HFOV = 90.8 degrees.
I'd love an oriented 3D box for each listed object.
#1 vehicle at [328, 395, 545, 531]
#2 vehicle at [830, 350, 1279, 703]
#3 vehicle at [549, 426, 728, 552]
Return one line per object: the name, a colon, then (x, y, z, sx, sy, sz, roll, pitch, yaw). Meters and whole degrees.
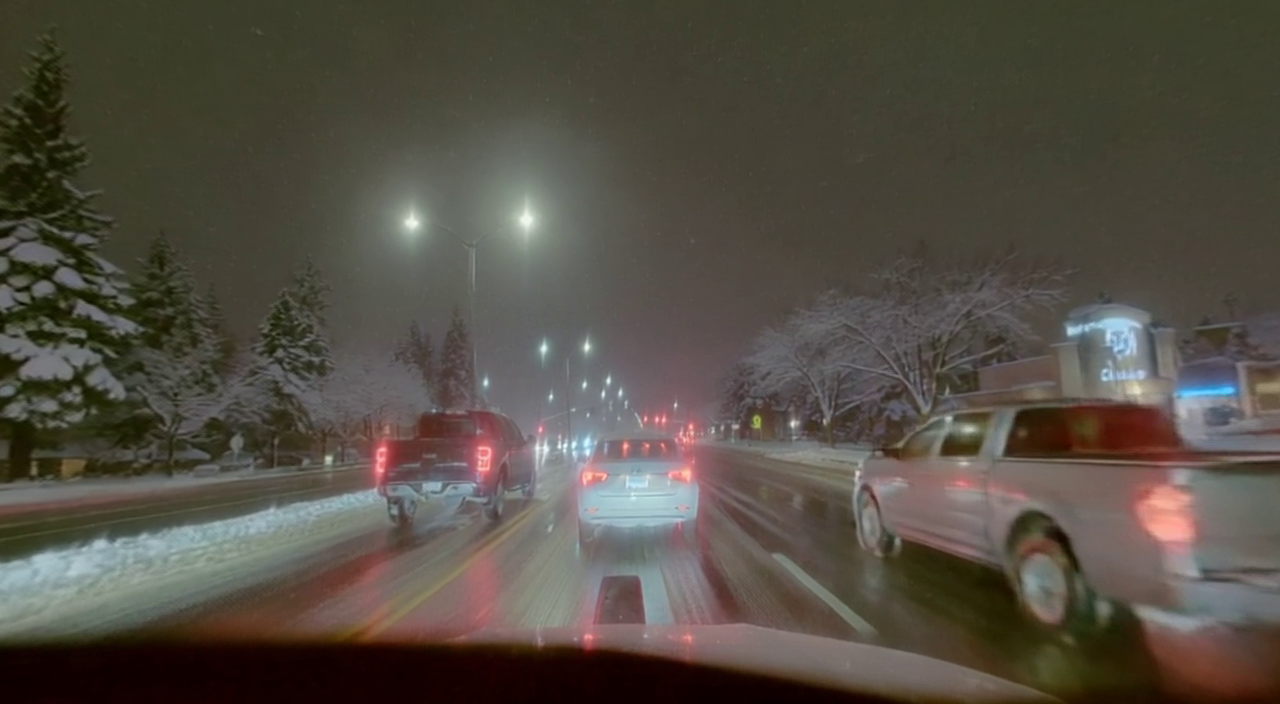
vehicle: (-3.413, 2.038, 12.110, 2.301, 1.985, 5.531, 0, -8, 0)
vehicle: (3.337, 1.165, 5.001, 2.092, 1.658, 4.814, 0, -8, -1)
vehicle: (-0.071, 1.932, 9.569, 2.126, 1.475, 3.967, 0, -8, -2)
